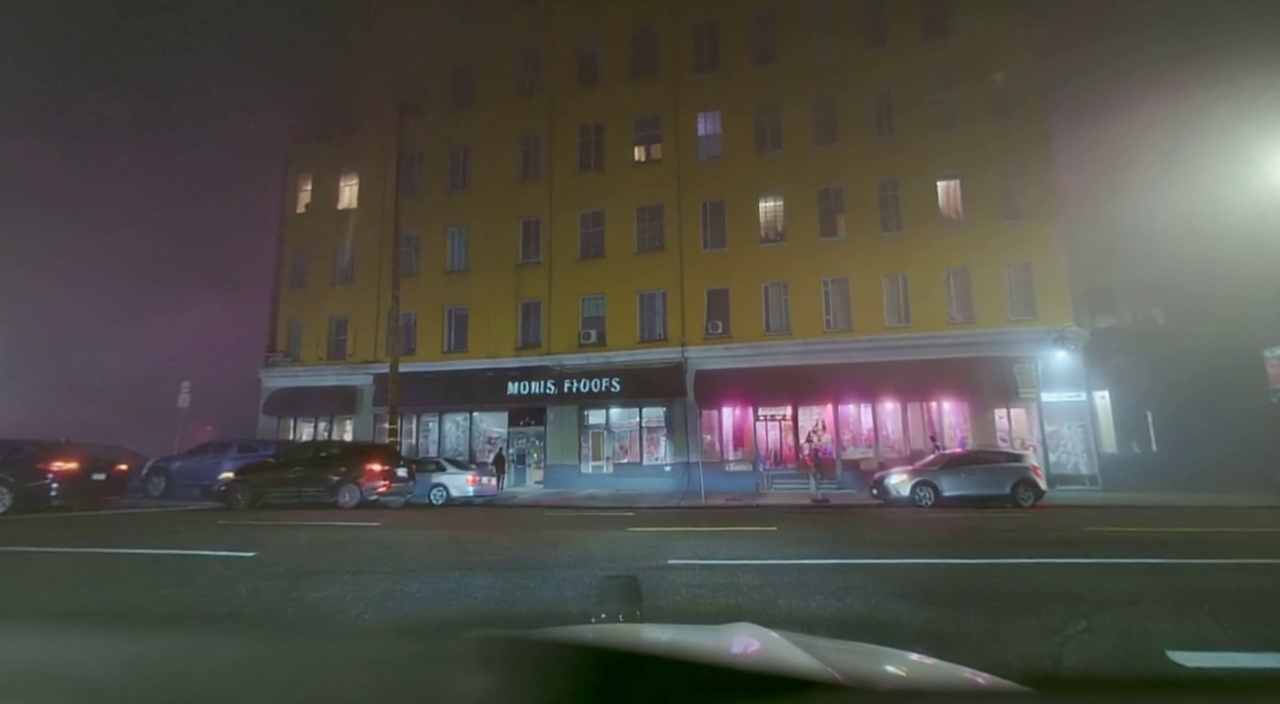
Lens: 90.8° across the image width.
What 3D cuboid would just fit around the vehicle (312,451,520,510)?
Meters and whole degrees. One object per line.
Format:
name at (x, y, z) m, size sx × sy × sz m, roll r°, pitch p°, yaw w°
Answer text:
vehicle at (-5.834, 3.363, 16.800) m, size 4.830 × 1.421 × 1.826 m, roll -1°, pitch -9°, yaw 6°

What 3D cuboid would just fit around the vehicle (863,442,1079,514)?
vehicle at (8.230, 3.170, 16.081) m, size 4.410 × 1.687 × 1.834 m, roll -1°, pitch -9°, yaw 3°

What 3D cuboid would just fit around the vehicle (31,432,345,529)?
vehicle at (-7.742, 2.171, 11.009) m, size 4.330 × 1.458 × 1.932 m, roll -2°, pitch -9°, yaw 12°
